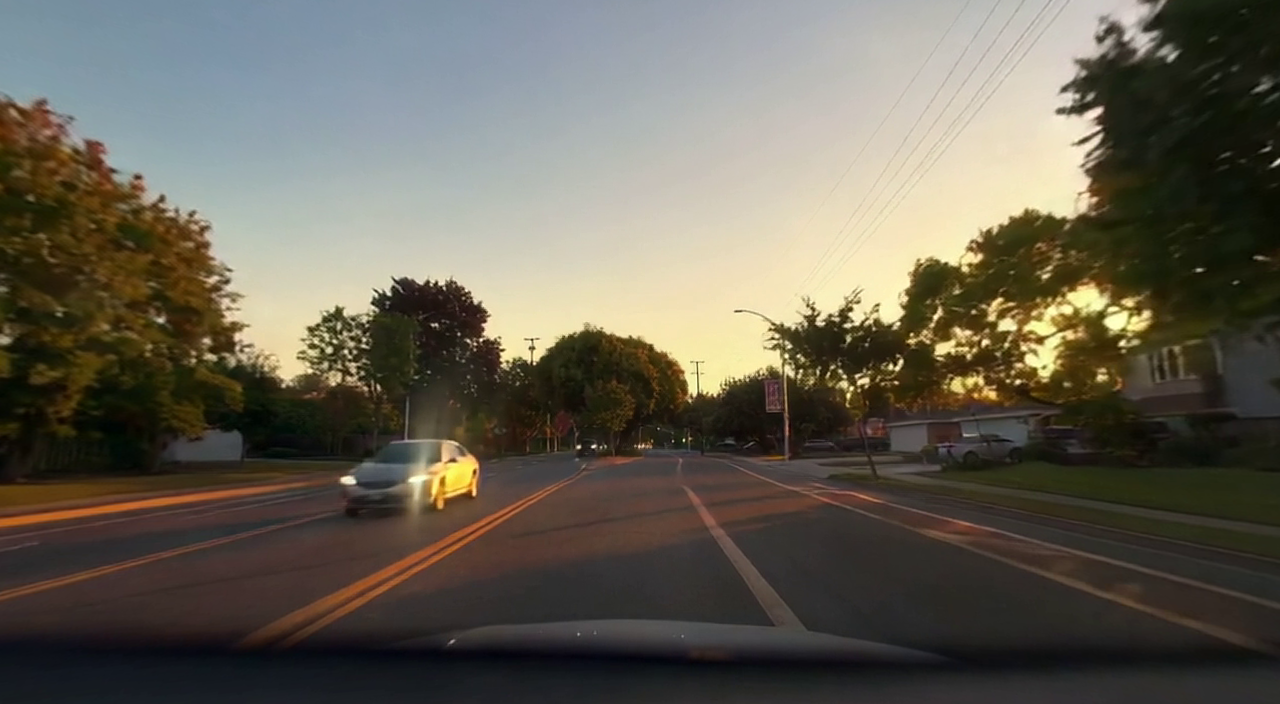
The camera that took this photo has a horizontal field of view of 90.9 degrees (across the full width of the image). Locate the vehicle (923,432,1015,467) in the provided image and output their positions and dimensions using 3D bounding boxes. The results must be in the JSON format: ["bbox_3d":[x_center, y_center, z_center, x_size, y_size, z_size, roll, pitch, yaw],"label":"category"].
[{"bbox_3d":[15.966,4.755,30.901,1.901,1.547,4.411,0,-8,-4],"label":"vehicle"}]

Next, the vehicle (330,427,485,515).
[{"bbox_3d":[-4.609,2.396,13.168,1.774,1.525,3.897,0,-8,0],"label":"vehicle"}]
